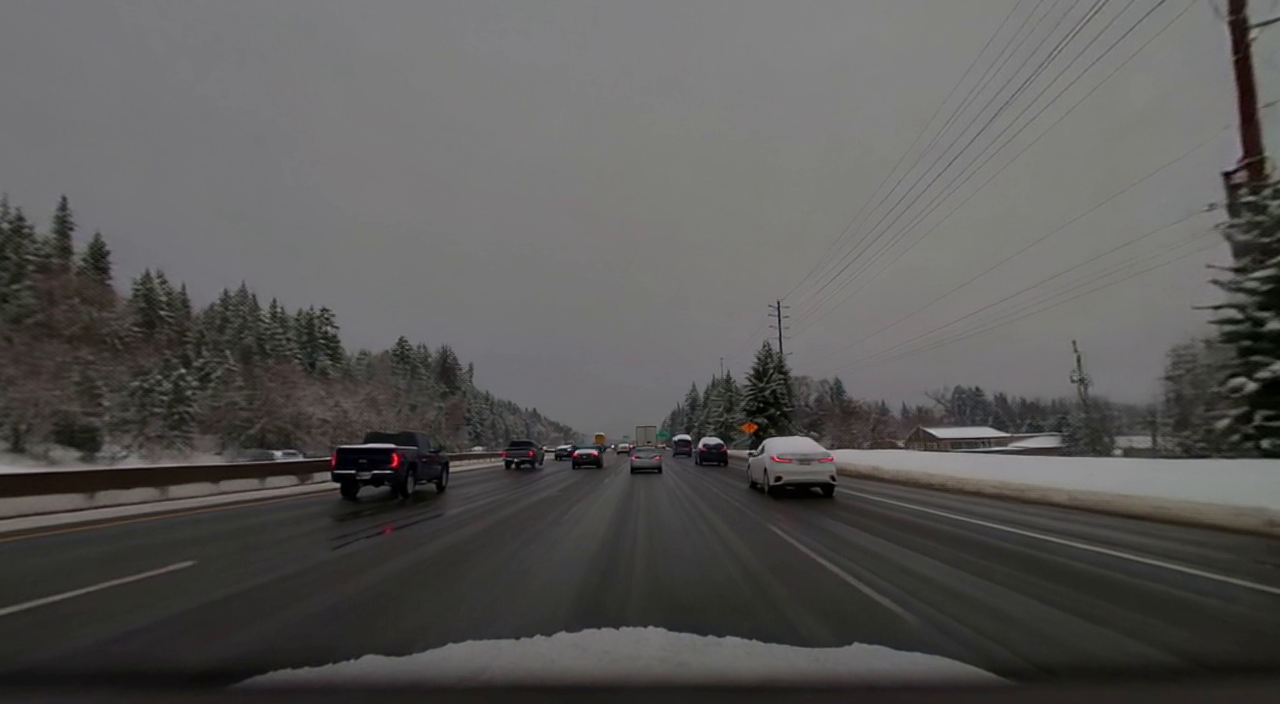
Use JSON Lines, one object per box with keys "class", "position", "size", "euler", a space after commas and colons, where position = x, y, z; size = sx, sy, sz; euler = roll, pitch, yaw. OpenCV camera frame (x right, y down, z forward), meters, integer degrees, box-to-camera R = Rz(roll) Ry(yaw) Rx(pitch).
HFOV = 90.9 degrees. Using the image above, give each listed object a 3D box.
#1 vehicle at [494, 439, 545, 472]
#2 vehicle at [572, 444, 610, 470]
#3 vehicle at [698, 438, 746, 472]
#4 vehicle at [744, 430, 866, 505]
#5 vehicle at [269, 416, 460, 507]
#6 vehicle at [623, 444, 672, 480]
{"class": "vehicle", "position": [-6.654, 5.769, 35.266], "size": [1.978, 1.680, 4.263], "euler": [0, -9, 1]}
{"class": "vehicle", "position": [-2.917, 6.375, 38.538], "size": [1.904, 1.479, 4.274], "euler": [0, -9, 1]}
{"class": "vehicle", "position": [4.593, 5.842, 36.066], "size": [2.195, 1.778, 4.455], "euler": [0, -8, 1]}
{"class": "vehicle", "position": [4.108, 2.949, 16.557], "size": [2.002, 1.691, 4.290], "euler": [0, -9, 0]}
{"class": "vehicle", "position": [-6.801, 2.807, 16.586], "size": [2.269, 1.936, 5.777], "euler": [0, -8, 1]}
{"class": "vehicle", "position": [0.319, 4.735, 27.488], "size": [1.966, 1.444, 3.986], "euler": [0, -8, 0]}
